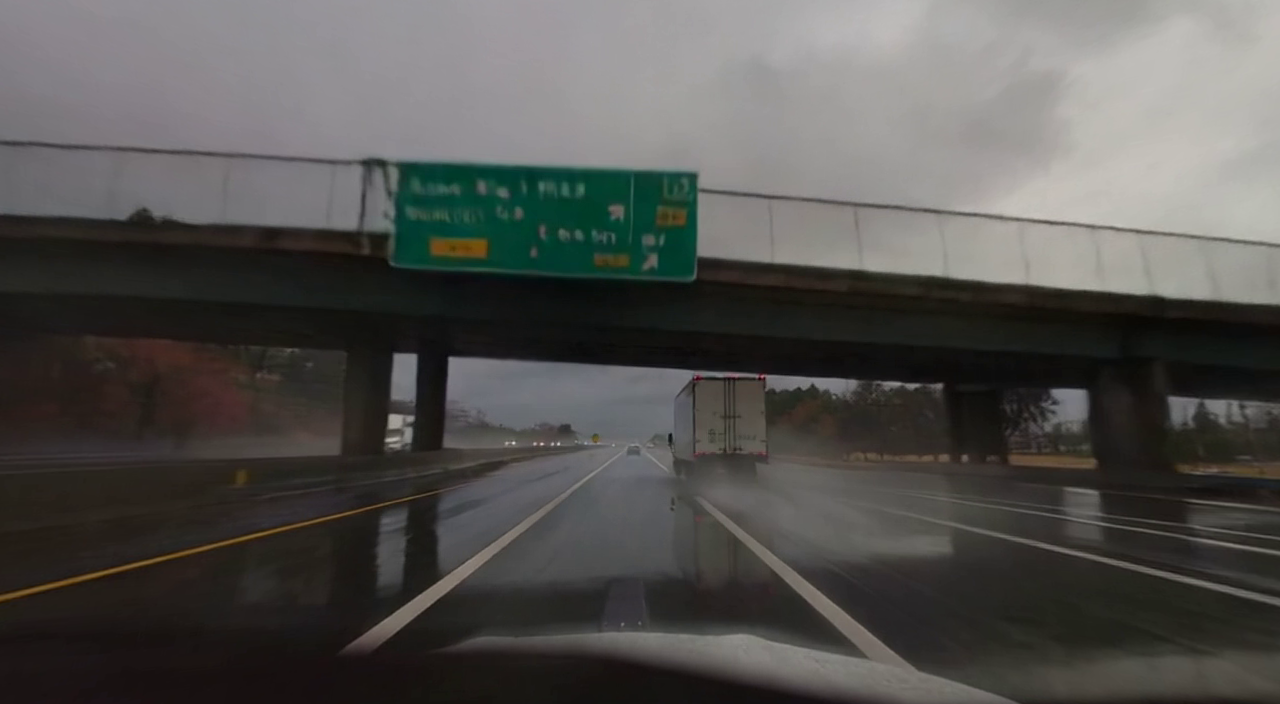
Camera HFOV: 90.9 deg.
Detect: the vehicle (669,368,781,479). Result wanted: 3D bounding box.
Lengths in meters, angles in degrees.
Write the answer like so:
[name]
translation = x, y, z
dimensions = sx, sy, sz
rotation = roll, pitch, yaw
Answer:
[vehicle]
translation = 3.601, 3.808, 31.455
dimensions = 3.323, 4.262, 14.056
rotation = 0, -9, -1
